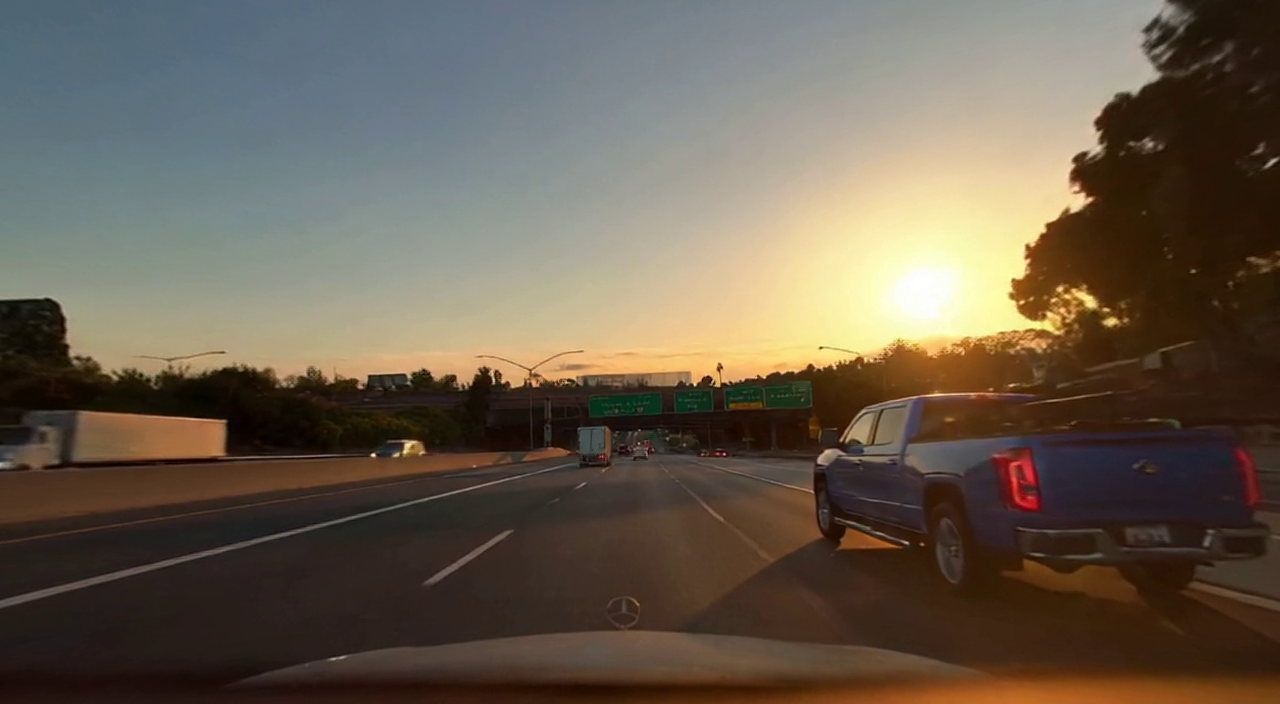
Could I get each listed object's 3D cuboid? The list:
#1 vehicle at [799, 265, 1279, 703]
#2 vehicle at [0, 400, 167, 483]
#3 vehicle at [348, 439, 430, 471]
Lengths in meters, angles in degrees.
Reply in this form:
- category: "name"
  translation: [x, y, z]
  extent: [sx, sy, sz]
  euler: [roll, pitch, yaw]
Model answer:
- category: "vehicle"
  translation: [3.607, 1.080, 5.940]
  extent: [2.593, 2.110, 6.016]
  euler: [0, -9, 0]
- category: "vehicle"
  translation: [-28.979, 4.544, 31.593]
  extent: [3.075, 3.542, 9.318]
  euler: [0, -9, 1]
- category: "vehicle"
  translation: [-16.276, 6.714, 41.322]
  extent: [2.727, 1.919, 6.128]
  euler: [0, -9, 1]
